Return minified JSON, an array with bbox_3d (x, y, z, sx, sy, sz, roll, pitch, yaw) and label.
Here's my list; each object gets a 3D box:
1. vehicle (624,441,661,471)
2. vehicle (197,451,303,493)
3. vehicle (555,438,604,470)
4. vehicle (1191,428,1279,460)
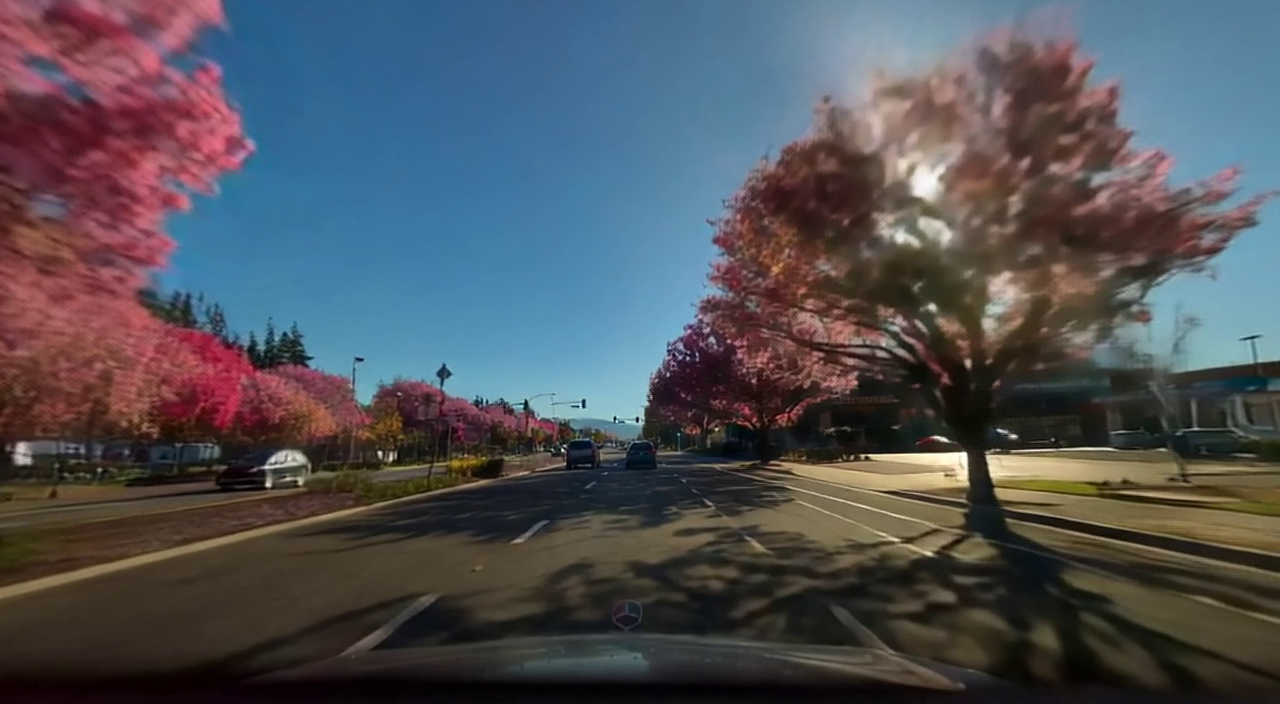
[{"bbox_3d":[0.125,6.290,38.250,2.149,1.701,4.379,0,-8,-1],"label":"vehicle"},{"bbox_3d":[-18.225,5.587,29.664,2.030,1.750,4.597,0,-8,0],"label":"vehicle"},{"bbox_3d":[-3.627,6.224,38.514,2.453,1.844,4.751,0,-8,1],"label":"vehicle"},{"bbox_3d":[29.716,4.423,30.367,1.832,1.421,4.597,-1,-8,-2],"label":"vehicle"}]
